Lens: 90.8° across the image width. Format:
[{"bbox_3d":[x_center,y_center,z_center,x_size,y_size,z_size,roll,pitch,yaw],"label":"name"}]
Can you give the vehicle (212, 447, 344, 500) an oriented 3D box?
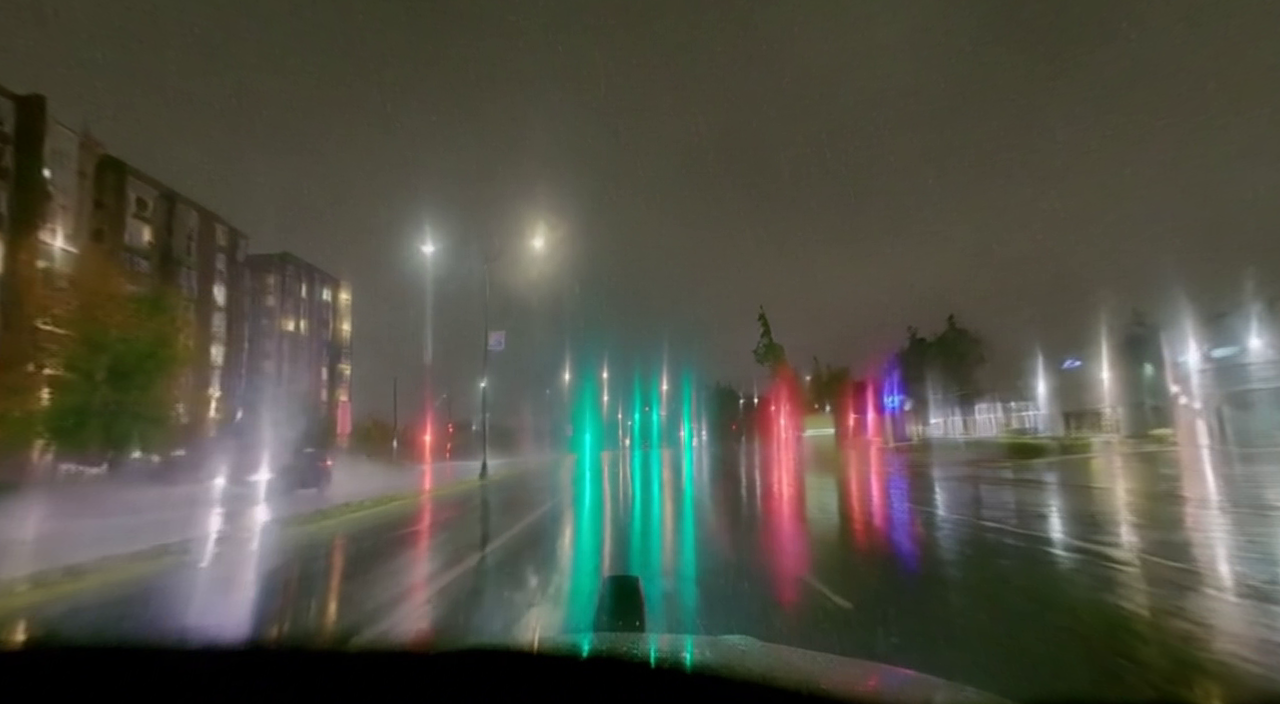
[{"bbox_3d":[-12.802,4.281,22.779,2.090,1.691,4.497,0,-8,0],"label":"vehicle"}]
